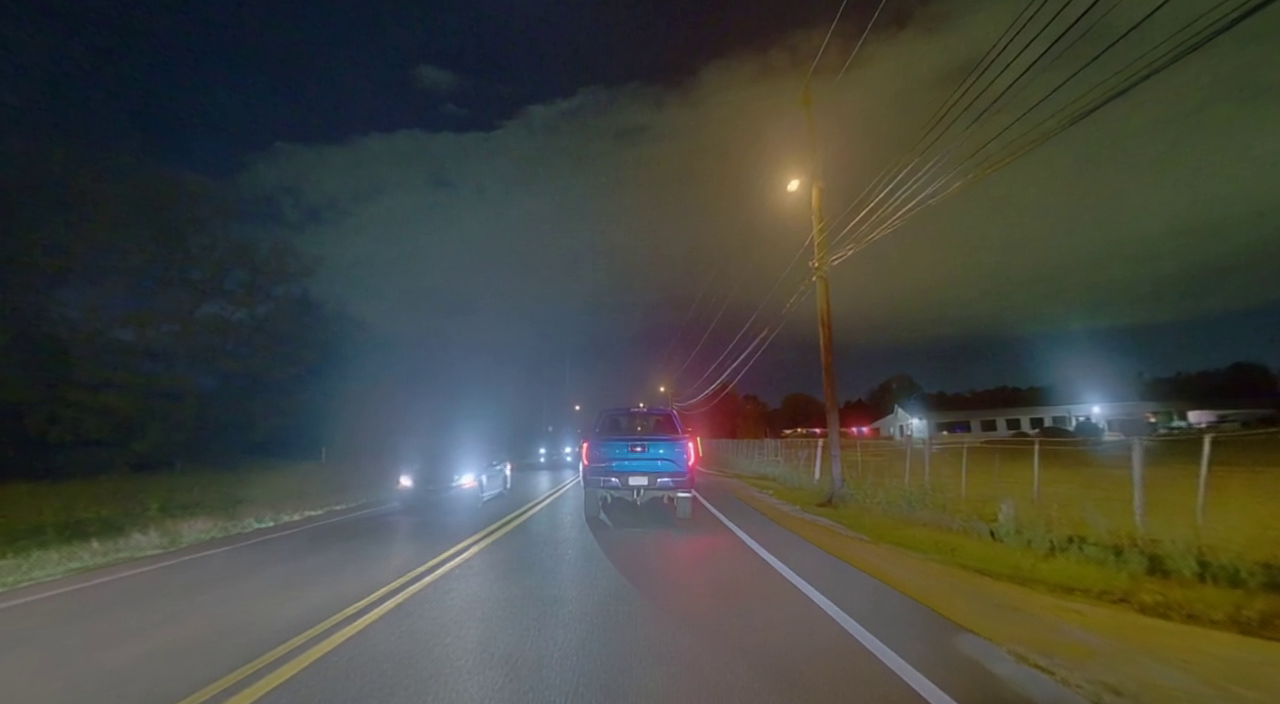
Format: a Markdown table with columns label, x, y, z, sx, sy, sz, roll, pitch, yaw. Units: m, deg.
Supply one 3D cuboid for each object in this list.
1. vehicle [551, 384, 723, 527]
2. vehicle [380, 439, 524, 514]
| label | x | y | z | sx | sy | sz | roll | pitch | yaw |
| --- | --- | --- | --- | --- | --- | --- | --- | --- | --- |
| vehicle | -0.087 | 2.062 | 12.955 | 2.693 | 2.223 | 5.885 | 0 | -8 | -1 |
| vehicle | -4.080 | 2.766 | 14.563 | 1.974 | 1.455 | 4.289 | 0 | -8 | 0 |
